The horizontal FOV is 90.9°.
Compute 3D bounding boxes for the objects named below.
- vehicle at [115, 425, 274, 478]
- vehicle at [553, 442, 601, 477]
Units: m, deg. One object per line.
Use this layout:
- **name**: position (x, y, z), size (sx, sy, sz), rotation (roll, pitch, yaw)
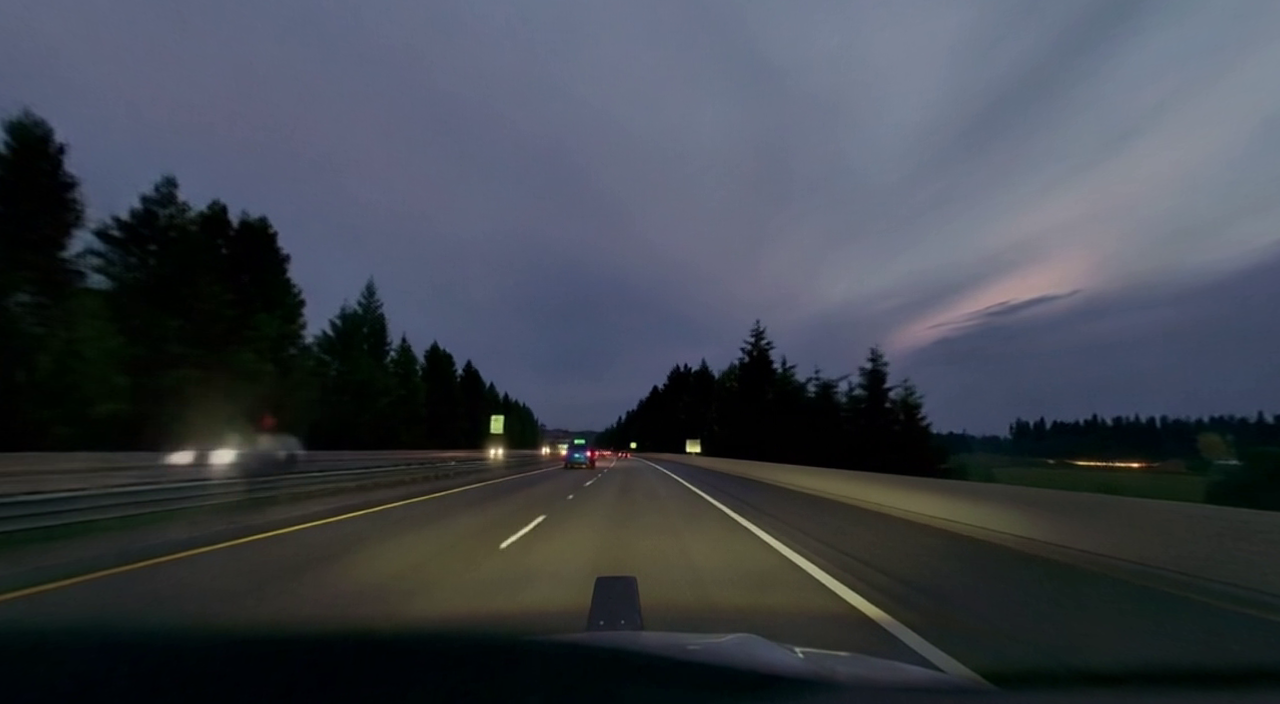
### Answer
- **vehicle**: position (-13.662, 3.105, 19.740), size (1.754, 1.456, 4.409), rotation (0, -9, 0)
- **vehicle**: position (-3.324, 5.798, 34.204), size (2.135, 1.755, 4.476), rotation (0, -9, 0)
